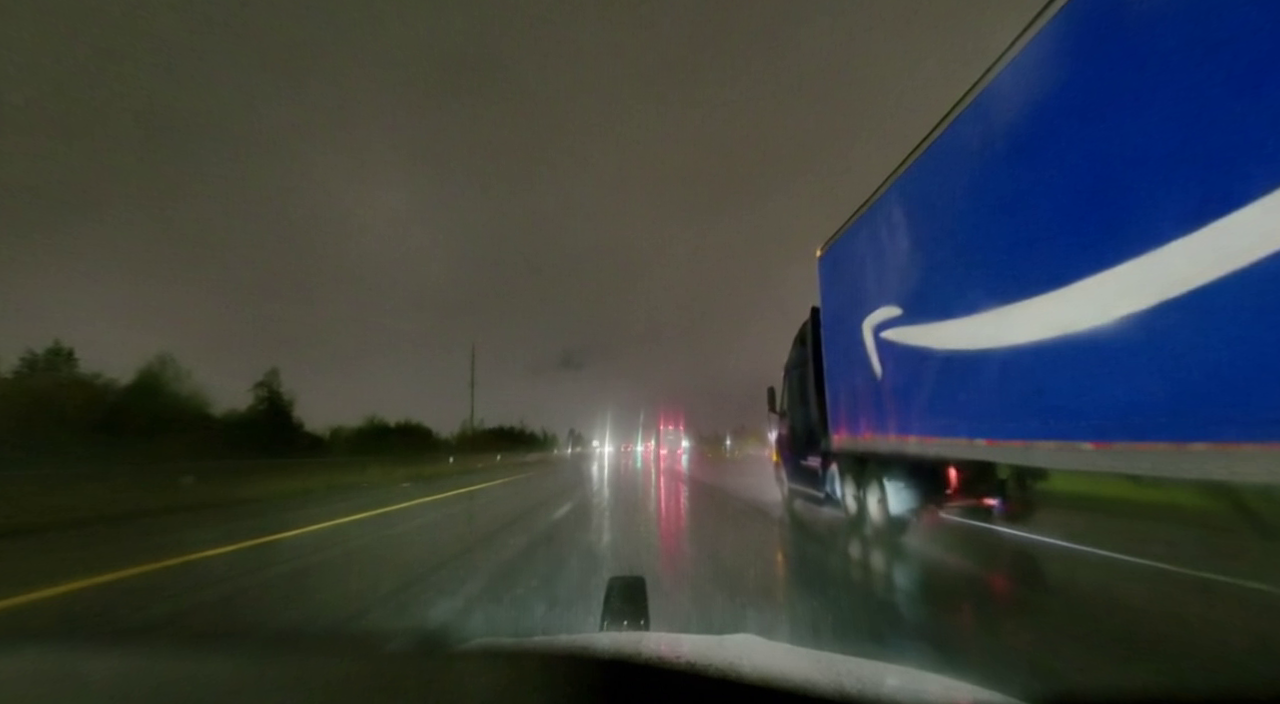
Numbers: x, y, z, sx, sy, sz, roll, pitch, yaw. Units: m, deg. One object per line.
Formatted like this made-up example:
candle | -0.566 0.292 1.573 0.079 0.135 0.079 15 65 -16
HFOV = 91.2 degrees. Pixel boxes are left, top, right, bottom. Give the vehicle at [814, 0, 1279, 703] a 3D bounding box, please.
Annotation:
vehicle | 4.063 -0.546 0.726 2.928 4.021 17.190 0 -9 0
